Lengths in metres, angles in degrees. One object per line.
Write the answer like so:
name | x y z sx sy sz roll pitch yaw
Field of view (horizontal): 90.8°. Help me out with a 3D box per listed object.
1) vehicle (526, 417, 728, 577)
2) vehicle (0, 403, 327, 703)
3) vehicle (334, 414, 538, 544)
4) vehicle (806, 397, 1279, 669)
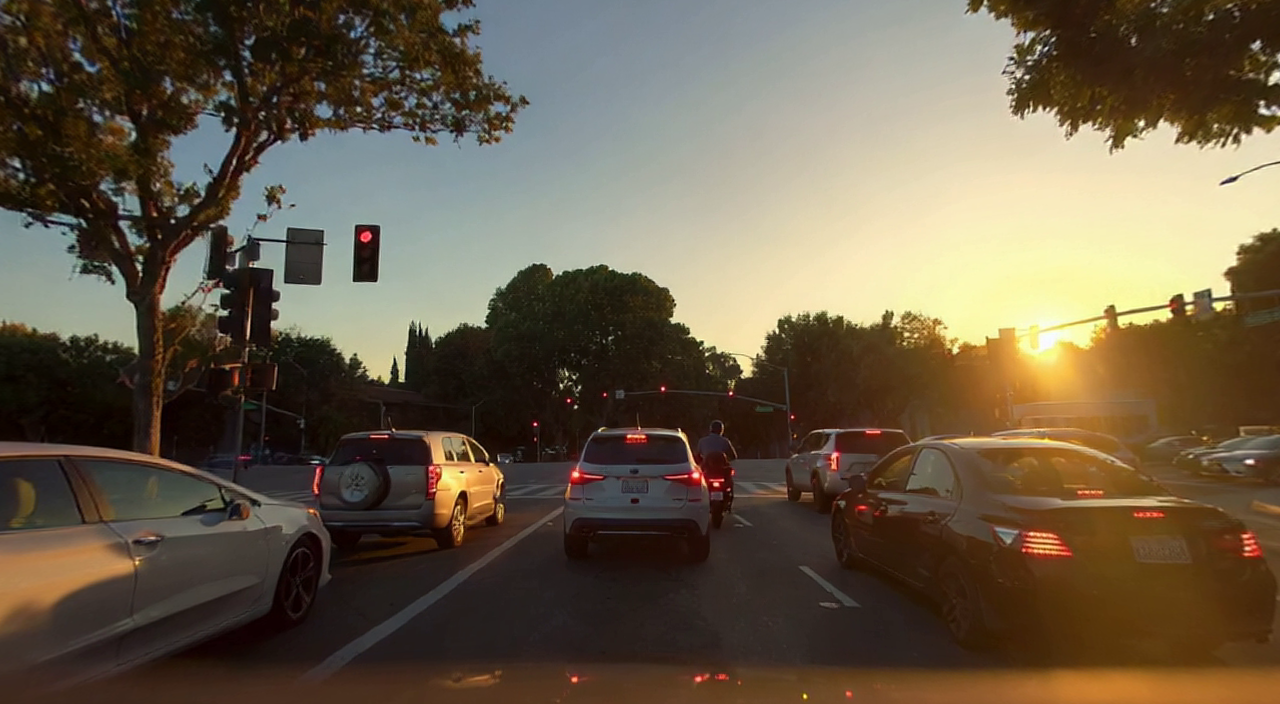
vehicle | -0.103 1.800 8.544 2.106 1.655 3.717 0 -8 1
vehicle | -3.355 0.947 2.364 1.863 1.495 4.667 0 -8 2
vehicle | -3.229 2.115 11.155 2.048 1.805 4.405 0 -8 1
vehicle | 3.224 1.442 6.186 2.006 1.659 4.462 0 -8 1
